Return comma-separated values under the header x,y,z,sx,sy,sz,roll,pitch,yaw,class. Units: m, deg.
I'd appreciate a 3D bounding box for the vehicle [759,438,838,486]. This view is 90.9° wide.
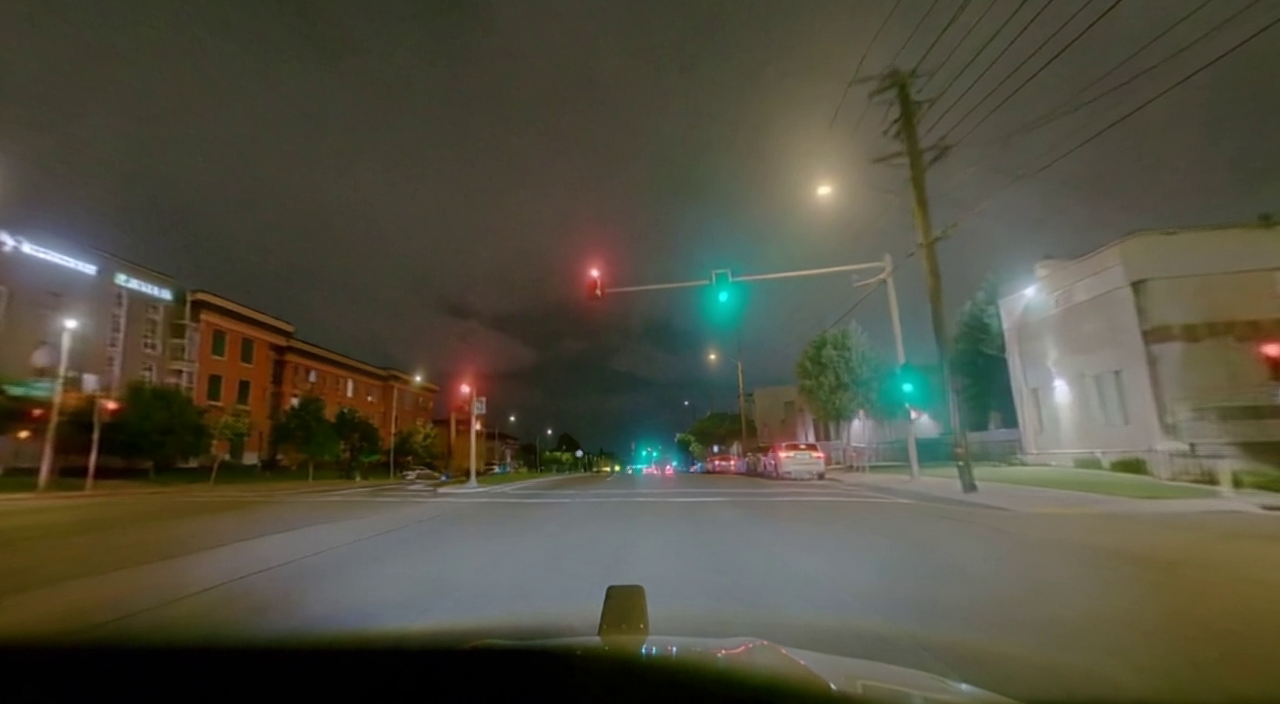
x,y,z,sx,sy,sz,roll,pitch,yaw,class
6.913,4.854,28.118,2.148,1.904,4.910,0,-9,-1,vehicle
